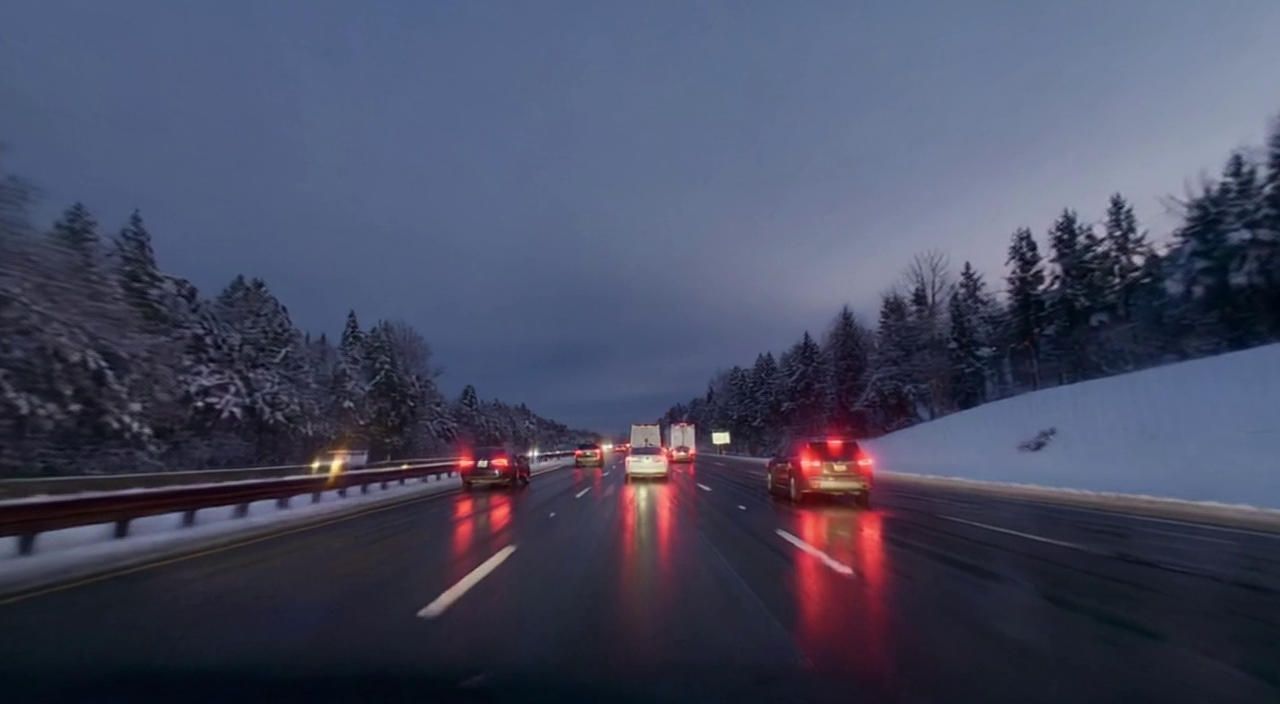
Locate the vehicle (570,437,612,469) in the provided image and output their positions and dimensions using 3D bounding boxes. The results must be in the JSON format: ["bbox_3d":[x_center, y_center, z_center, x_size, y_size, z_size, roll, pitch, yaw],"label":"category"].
[{"bbox_3d":[-3.197,6.745,41.780,2.230,1.973,4.403,-1,-9,2],"label":"vehicle"}]

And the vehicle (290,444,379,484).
[{"bbox_3d":[-16.056,5.898,33.312,2.126,1.959,4.926,-1,-9,1],"label":"vehicle"}]

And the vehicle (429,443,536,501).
[{"bbox_3d":[-4.481,3.484,18.589,1.967,1.473,4.439,0,-9,1],"label":"vehicle"}]

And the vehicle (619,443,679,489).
[{"bbox_3d":[0.310,4.213,23.502,2.015,1.526,4.286,0,-9,0],"label":"vehicle"}]

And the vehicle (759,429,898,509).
[{"bbox_3d":[4.337,2.777,15.235,2.018,1.639,4.149,0,-9,-1],"label":"vehicle"}]
